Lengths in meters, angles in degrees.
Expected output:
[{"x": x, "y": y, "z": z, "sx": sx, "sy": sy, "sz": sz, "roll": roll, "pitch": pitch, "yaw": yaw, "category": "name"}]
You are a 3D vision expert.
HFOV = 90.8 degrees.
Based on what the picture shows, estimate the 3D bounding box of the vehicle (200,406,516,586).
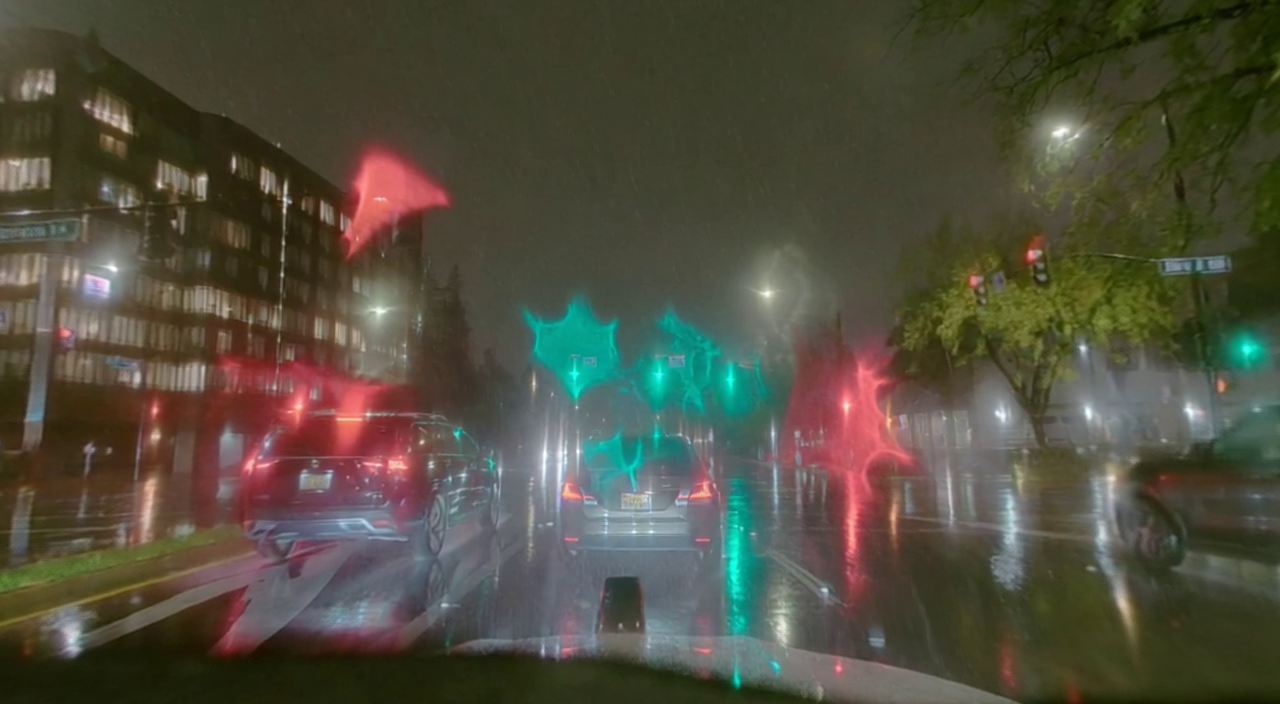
[{"x": -3.167, "y": 1.717, "z": 8.387, "sx": 2.081, "sy": 1.719, "sz": 4.434, "roll": 0, "pitch": -8, "yaw": 1, "category": "vehicle"}]

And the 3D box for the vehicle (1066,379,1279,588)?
[{"x": 6.715, "y": 1.181, "z": 5.685, "sx": 2.079, "sy": 1.828, "sz": 5.323, "roll": 0, "pitch": -8, "yaw": 1, "category": "vehicle"}]

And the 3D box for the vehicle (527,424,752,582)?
[{"x": 0.016, "y": 1.765, "z": 8.157, "sx": 2.190, "sy": 1.522, "sz": 3.850, "roll": 0, "pitch": -8, "yaw": 1, "category": "vehicle"}]
